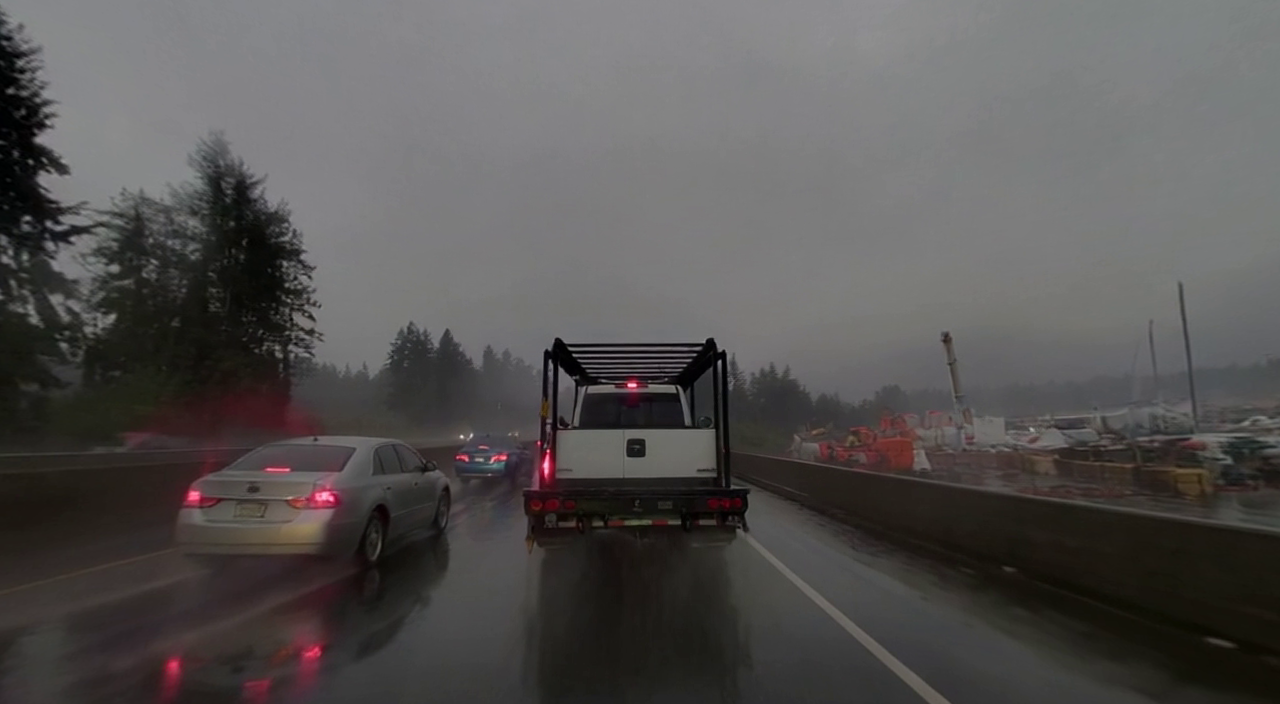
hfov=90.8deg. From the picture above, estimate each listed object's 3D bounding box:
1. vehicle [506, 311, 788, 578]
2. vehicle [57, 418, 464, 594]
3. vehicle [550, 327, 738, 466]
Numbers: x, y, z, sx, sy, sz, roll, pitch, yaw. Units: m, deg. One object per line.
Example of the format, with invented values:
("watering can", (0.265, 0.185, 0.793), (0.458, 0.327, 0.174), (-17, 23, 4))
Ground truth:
("vehicle", (-0.218, 1.674, 11.438), (2.735, 2.597, 10.435), (1, -9, -3))
("vehicle", (-4.002, 1.711, 8.040), (2.155, 1.513, 4.964), (0, -9, -1))
("vehicle", (-0.095, 0.856, 9.679), (2.156, 1.604, 4.680), (1, -9, -4))
